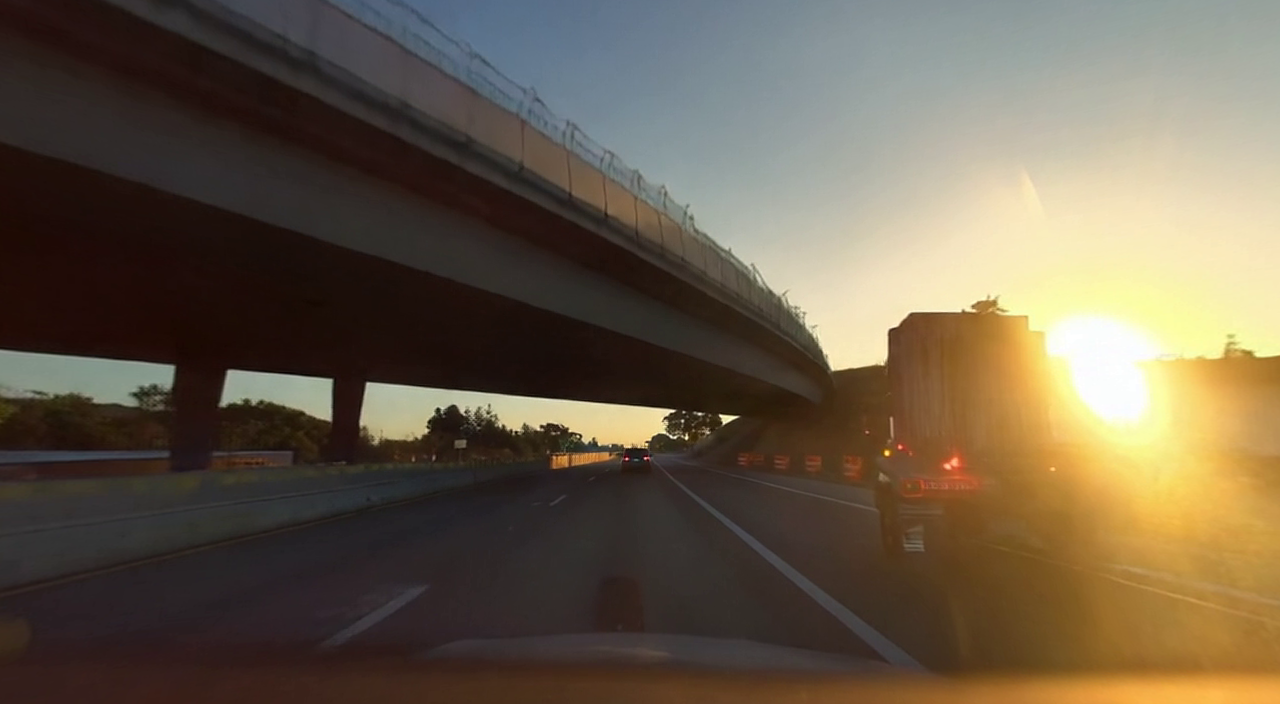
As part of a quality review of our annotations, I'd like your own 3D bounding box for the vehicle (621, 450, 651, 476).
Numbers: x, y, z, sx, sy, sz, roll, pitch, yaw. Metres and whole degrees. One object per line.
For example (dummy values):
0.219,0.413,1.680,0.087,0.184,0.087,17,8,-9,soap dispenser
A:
-0.226,6.622,37.801,1.695,1.437,3.506,0,-9,1,vehicle
